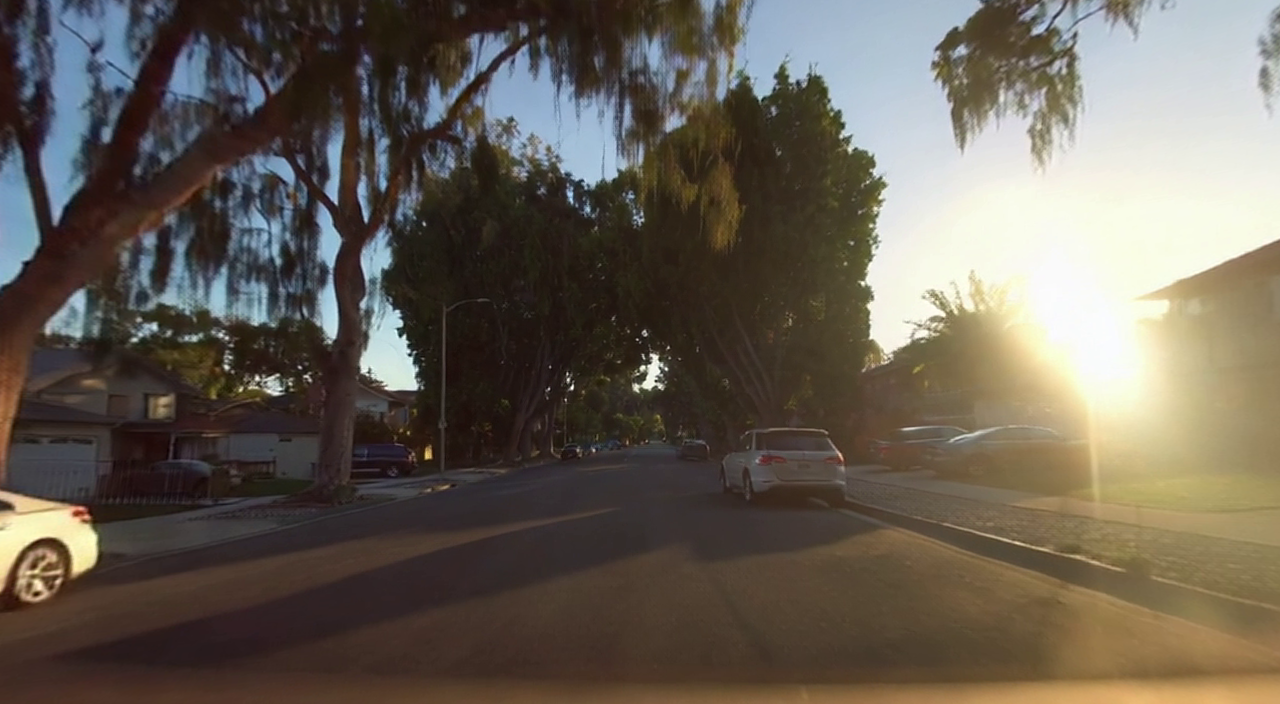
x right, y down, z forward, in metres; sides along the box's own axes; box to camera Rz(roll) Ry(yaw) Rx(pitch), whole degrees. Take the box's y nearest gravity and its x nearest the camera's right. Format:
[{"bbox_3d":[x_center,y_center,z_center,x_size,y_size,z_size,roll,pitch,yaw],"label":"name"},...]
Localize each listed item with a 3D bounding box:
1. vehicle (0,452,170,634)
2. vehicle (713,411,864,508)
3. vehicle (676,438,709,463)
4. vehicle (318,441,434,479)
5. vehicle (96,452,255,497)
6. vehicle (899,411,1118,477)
[{"bbox_3d":[-6.241,1.603,4.768,2.099,1.399,4.357,-4,-7,0],"label":"vehicle"},{"bbox_3d":[3.208,2.459,14.942,2.241,1.875,5.059,0,-8,-1],"label":"vehicle"},{"bbox_3d":[3.466,6.546,42.295,2.016,1.567,4.228,-1,-8,2],"label":"vehicle"},{"bbox_3d":[-13.124,5.396,31.635,4.928,1.797,1.981,-1,-8,2],"label":"vehicle"},{"bbox_3d":[-16.147,4.251,22.089,4.276,1.463,1.832,-1,-8,7],"label":"vehicle"},{"bbox_3d":[10.496,2.702,18.479,5.041,1.486,1.969,-6,-9,13],"label":"vehicle"}]
